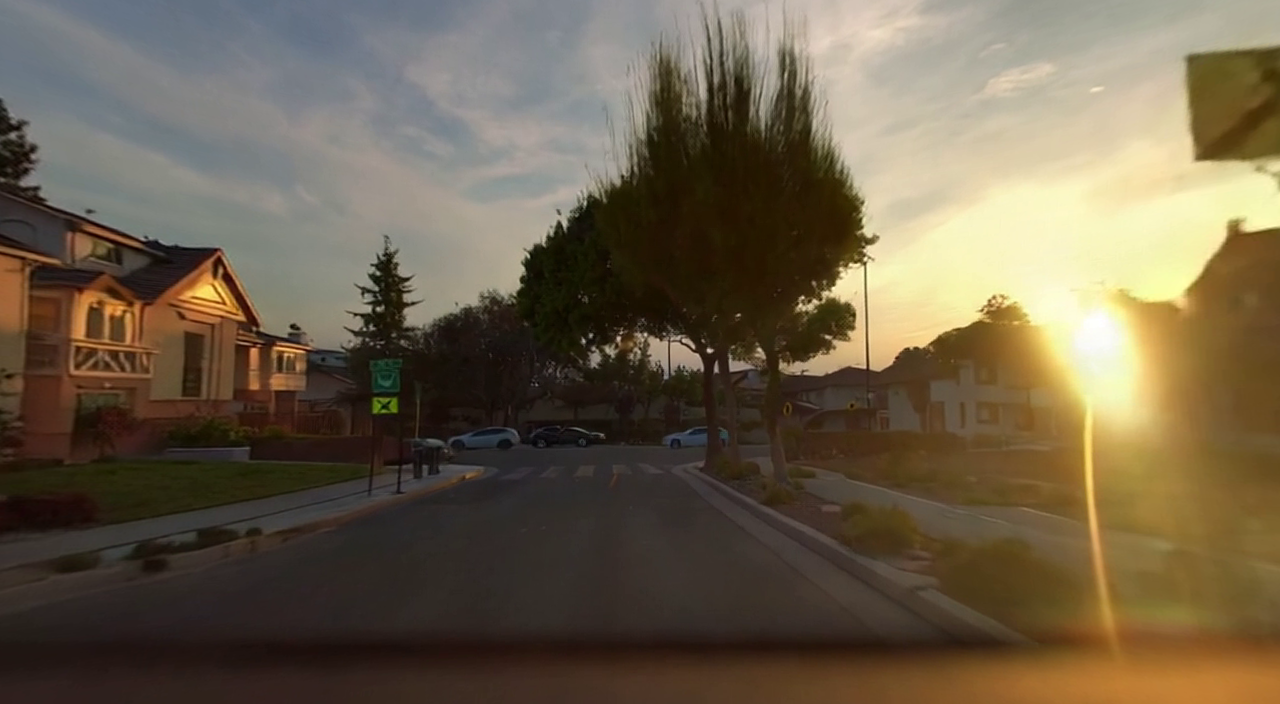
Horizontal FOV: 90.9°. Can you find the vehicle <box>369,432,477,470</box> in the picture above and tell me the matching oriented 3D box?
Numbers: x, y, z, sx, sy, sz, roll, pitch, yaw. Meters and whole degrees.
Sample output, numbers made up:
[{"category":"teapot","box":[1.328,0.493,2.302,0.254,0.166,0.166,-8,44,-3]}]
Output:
[{"category":"vehicle","box":[-10.255,4.681,30.008,4.639,1.700,2.002,2,-8,-17]}]

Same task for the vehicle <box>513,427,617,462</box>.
[{"category":"vehicle","box":[-4.074,5.030,34.321,5.181,1.768,2.139,4,-8,-26]}]

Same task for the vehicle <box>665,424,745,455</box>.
[{"category":"vehicle","box":[4.312,5.732,41.641,4.863,1.953,2.022,3,-8,-25]}]
